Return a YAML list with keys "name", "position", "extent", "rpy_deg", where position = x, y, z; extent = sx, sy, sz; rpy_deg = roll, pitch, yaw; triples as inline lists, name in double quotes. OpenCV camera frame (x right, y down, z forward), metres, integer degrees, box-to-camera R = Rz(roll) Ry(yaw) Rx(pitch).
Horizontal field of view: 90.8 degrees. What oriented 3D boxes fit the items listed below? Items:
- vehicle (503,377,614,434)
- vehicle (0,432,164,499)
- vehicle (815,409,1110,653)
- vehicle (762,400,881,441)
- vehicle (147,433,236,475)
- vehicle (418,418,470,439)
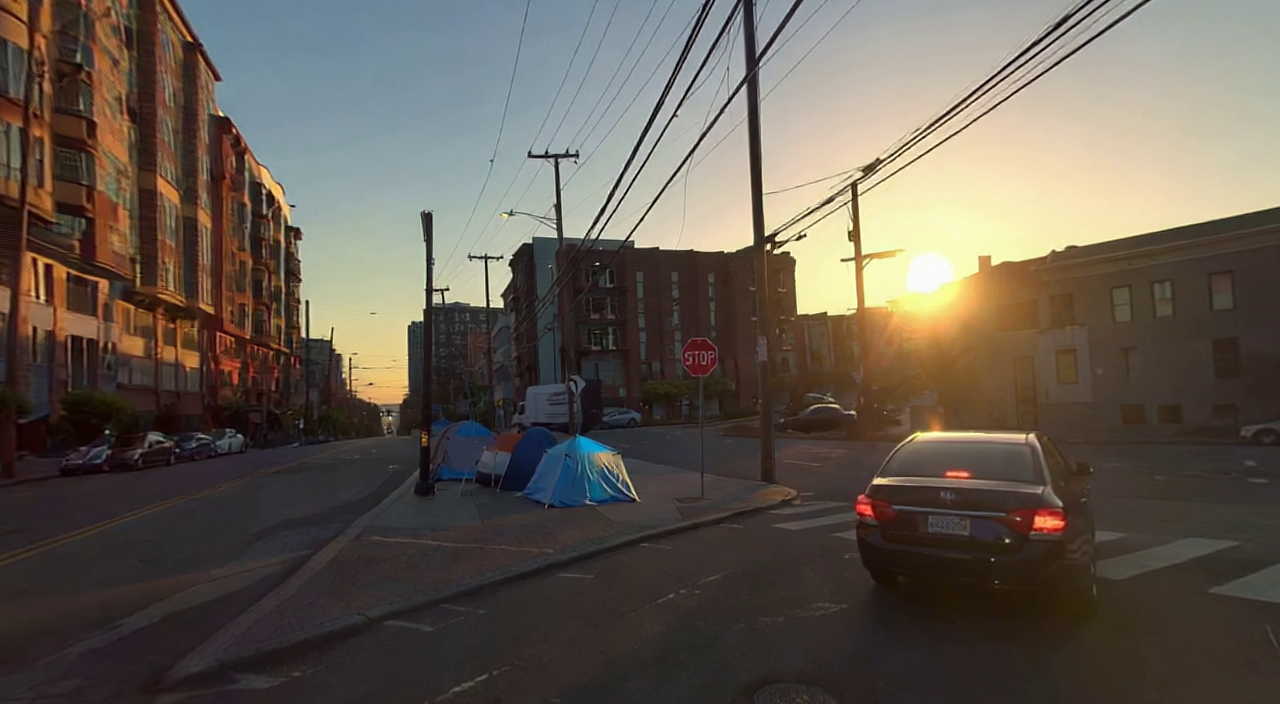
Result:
- name: "vehicle"
  position: [-5.085, 3.372, 38.385]
  extent: [7.172, 3.075, 2.584]
  rpy_deg: [-7, -10, 41]
- name: "vehicle"
  position: [-17.179, 3.475, 19.839]
  extent: [2.054, 1.800, 5.212]
  rpy_deg: [3, -9, -20]
- name: "vehicle"
  position: [3.467, 1.559, 6.661]
  extent: [1.945, 1.647, 4.160]
  rpy_deg: [-6, -10, 32]
- name: "vehicle"
  position: [7.490, 2.930, 26.406]
  extent: [4.363, 1.511, 1.838]
  rpy_deg: [-8, -11, 42]
- name: "vehicle"
  position: [-20.969, 4.779, 29.819]
  extent: [2.033, 1.755, 5.461]
  rpy_deg: [3, -9, -20]
- name: "vehicle"
  position: [-15.330, 6.012, 49.349]
  extent: [2.089, 1.506, 4.641]
  rpy_deg: [7, -11, -41]
